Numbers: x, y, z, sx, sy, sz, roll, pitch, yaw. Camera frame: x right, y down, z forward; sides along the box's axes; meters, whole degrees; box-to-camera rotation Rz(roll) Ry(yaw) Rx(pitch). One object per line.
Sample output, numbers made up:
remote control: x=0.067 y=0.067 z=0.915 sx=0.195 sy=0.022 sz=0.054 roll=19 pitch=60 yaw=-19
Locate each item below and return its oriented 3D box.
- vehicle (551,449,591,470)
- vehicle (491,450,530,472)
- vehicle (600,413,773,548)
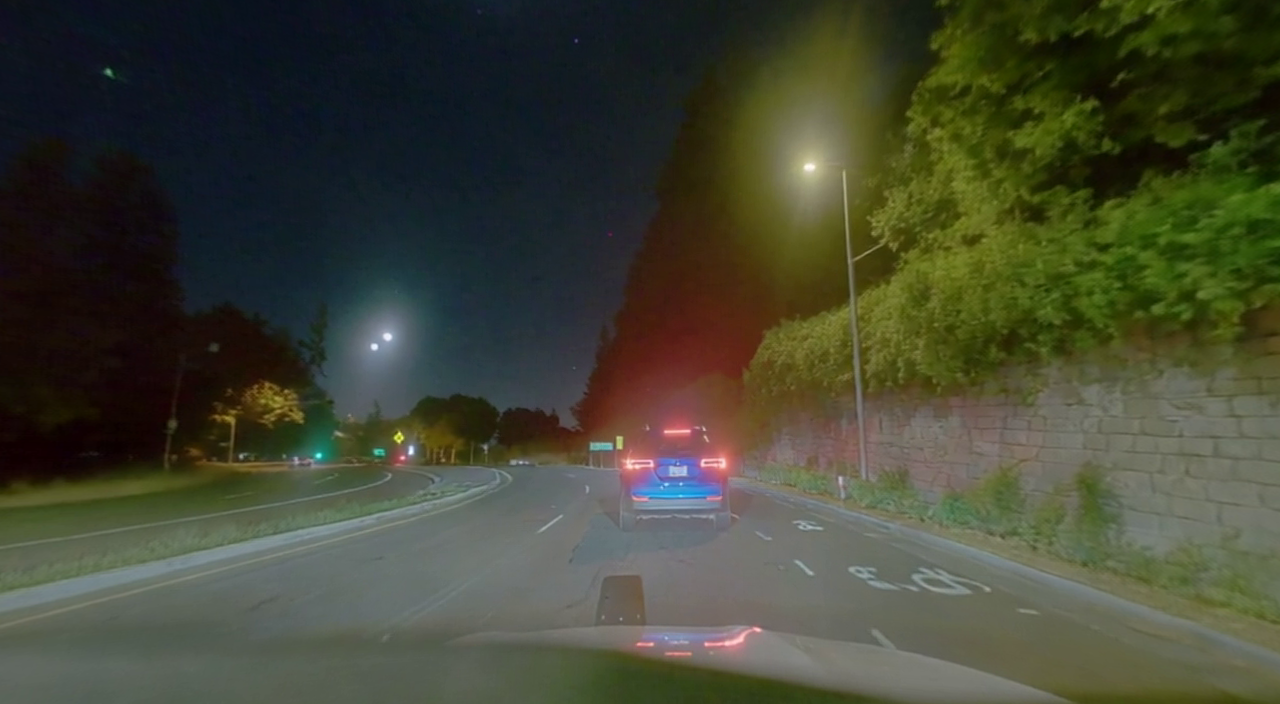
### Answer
vehicle: x=-5.324 y=8.136 z=48.228 sx=1.932 sy=1.488 sz=4.578 roll=3 pitch=-9 yaw=-20
vehicle: x=-9.542 y=7.899 z=46.142 sx=2.023 sy=1.474 sz=4.286 roll=4 pitch=-9 yaw=-21
vehicle: x=0.538 y=2.027 z=10.548 sx=2.287 sy=1.762 sz=4.269 roll=0 pitch=-9 yaw=-2
